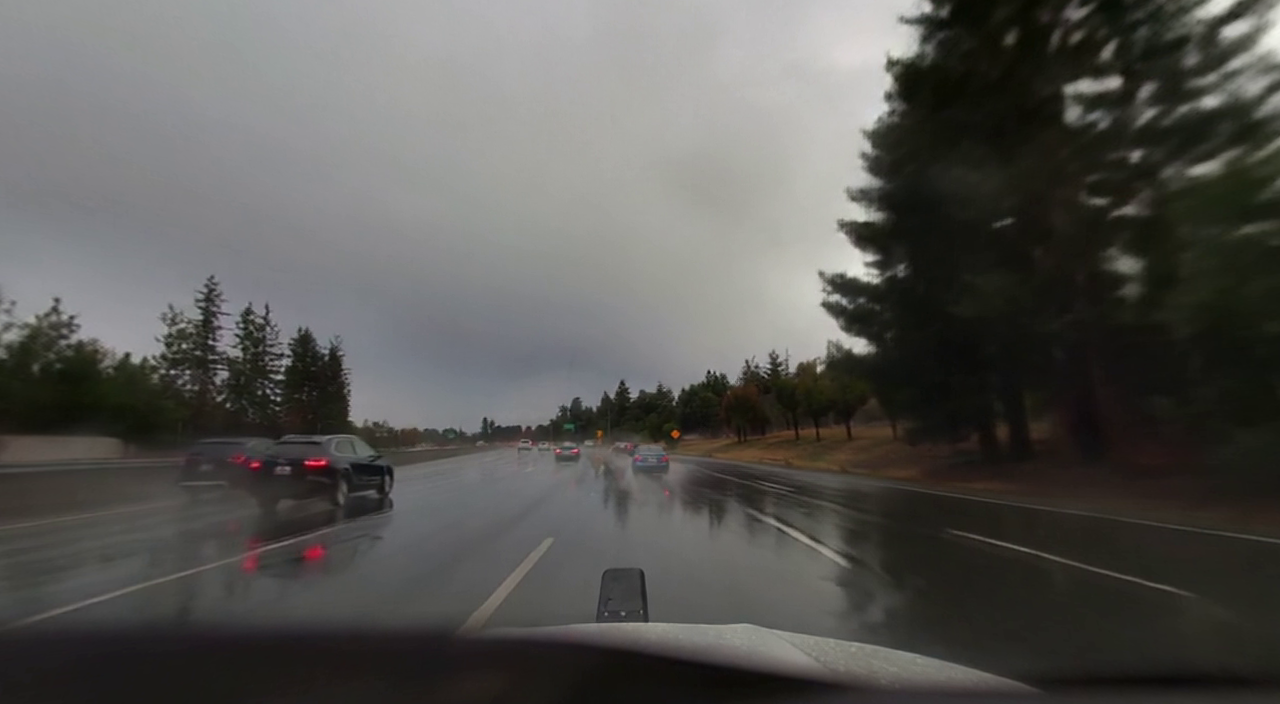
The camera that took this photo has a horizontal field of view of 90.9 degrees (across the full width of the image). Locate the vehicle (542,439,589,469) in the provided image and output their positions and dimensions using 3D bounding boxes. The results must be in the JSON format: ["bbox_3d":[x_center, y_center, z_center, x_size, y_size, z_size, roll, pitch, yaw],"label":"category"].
[{"bbox_3d":[-4.110,5.755,35.740,2.246,1.519,4.980,0,-9,-2],"label":"vehicle"}]

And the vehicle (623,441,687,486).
[{"bbox_3d":[0.438,3.867,22.173,2.051,1.444,3.927,0,-9,-1],"label":"vehicle"}]

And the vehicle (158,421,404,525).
[{"bbox_3d":[-6.763,2.336,12.710,2.221,1.693,4.631,0,-9,0],"label":"vehicle"}]
